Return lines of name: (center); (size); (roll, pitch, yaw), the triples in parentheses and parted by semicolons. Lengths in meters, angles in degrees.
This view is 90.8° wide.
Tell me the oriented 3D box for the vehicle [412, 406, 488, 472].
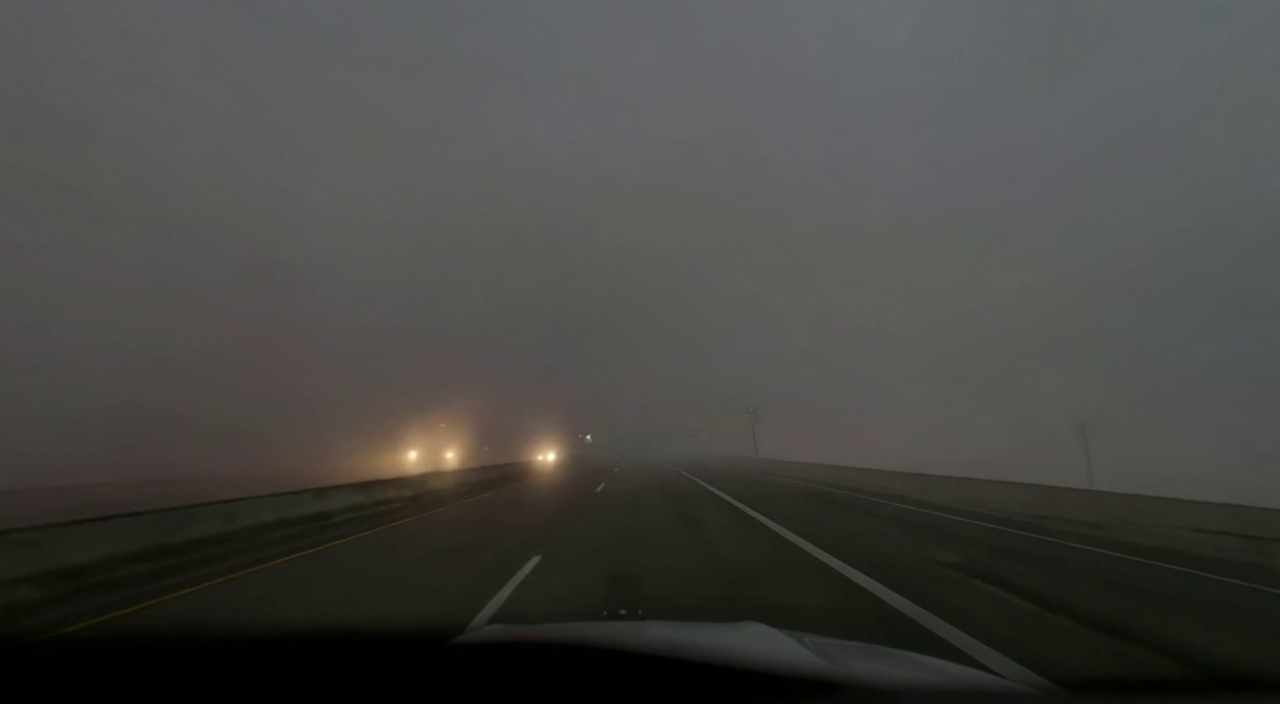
vehicle: (-11.931, 5.588, 40.288); (2.945, 3.831, 5.831); (0, -9, 0)
